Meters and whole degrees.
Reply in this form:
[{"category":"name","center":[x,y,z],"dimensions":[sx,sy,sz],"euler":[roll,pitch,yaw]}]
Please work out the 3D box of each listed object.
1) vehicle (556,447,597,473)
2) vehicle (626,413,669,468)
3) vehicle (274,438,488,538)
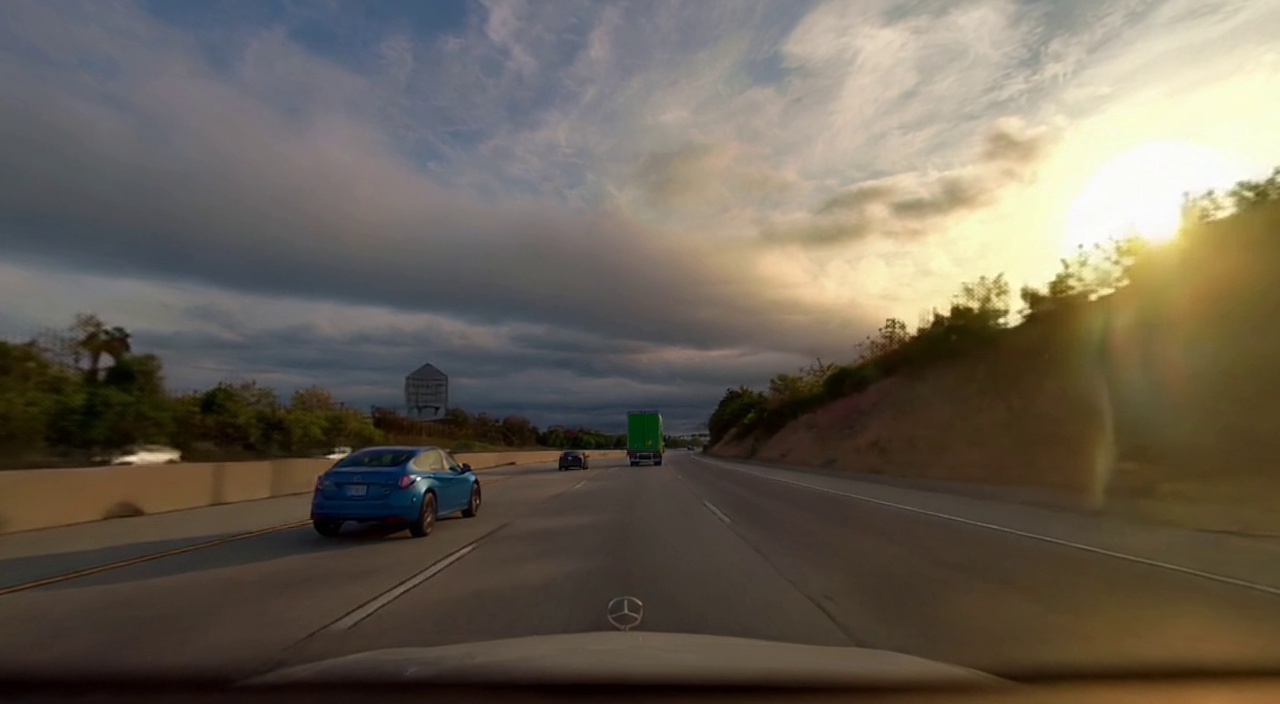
[{"category":"vehicle","center":[-3.768,6.494,38.143],"dimensions":[1.981,1.435,4.199],"euler":[0,-9,1]},{"category":"vehicle","center":[0.461,6.597,46.628],"dimensions":[2.893,3.628,9.081],"euler":[0,-9,0]},{"category":"vehicle","center":[-4.384,2.358,11.603],"dimensions":[2.010,1.461,4.391],"euler":[0,-9,1]}]
